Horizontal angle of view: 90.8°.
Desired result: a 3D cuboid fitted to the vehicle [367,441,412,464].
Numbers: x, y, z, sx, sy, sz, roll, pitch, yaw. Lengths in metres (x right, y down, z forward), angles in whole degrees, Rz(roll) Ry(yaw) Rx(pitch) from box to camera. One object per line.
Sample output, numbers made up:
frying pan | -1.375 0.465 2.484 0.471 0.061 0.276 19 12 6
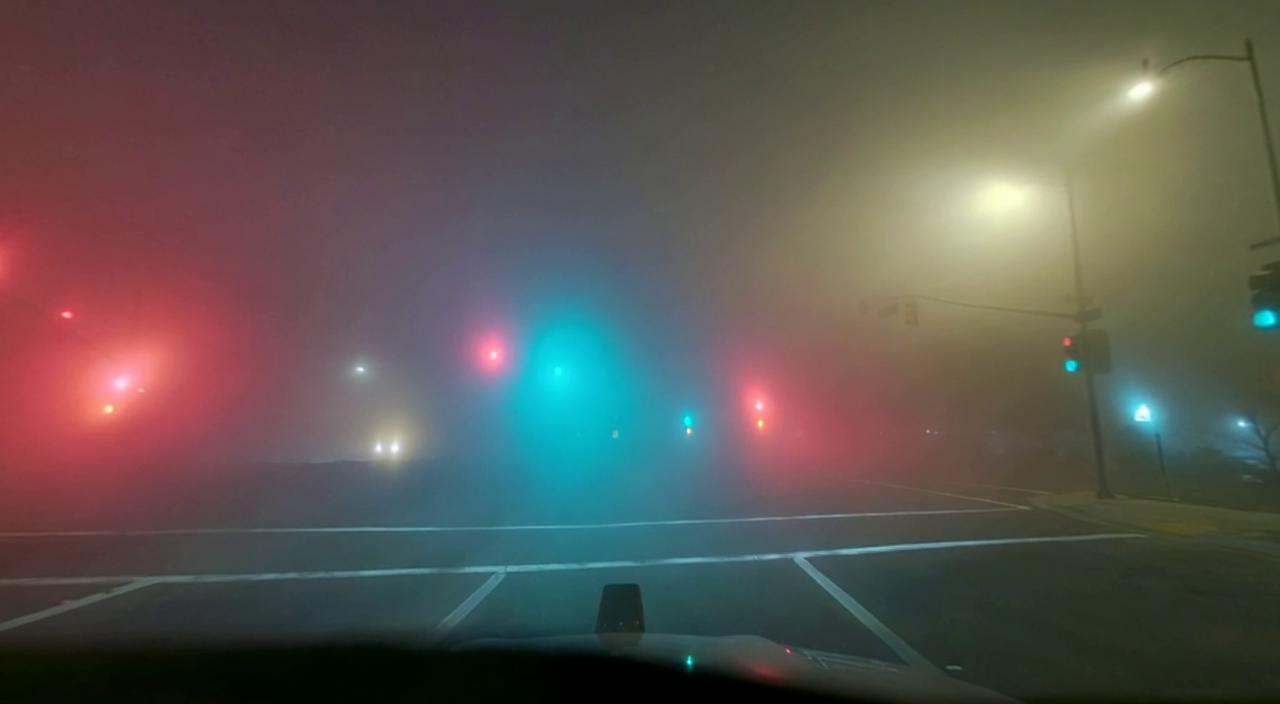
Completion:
vehicle | -17.157 6.875 43.511 1.969 1.464 4.485 1 -9 -10
